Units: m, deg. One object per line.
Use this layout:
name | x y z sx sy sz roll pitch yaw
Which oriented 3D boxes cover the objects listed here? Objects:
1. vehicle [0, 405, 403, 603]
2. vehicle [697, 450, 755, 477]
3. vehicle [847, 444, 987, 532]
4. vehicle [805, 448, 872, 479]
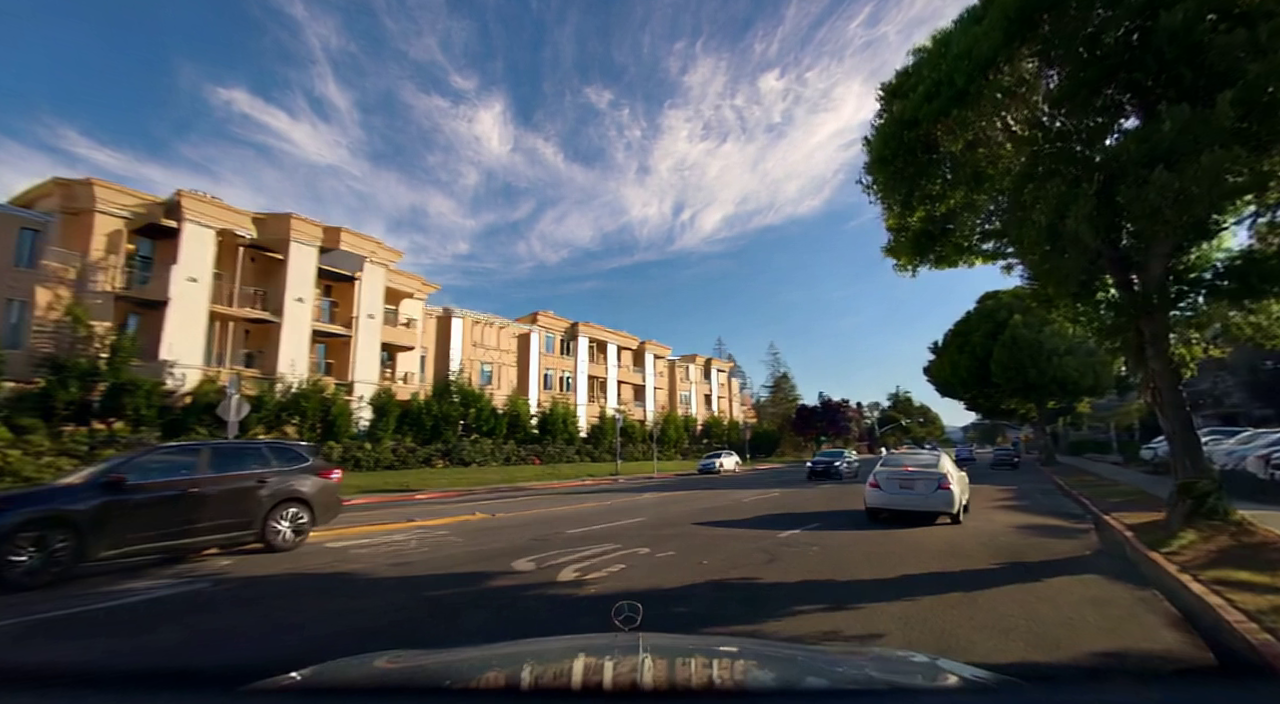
vehicle | -5.360 1.688 7.492 2.033 1.663 4.388 -8 -13 31
vehicle | 5.504 6.983 39.828 1.982 1.445 4.458 -9 -11 29
vehicle | 5.923 2.681 13.192 2.116 1.479 4.358 -5 -10 30
vehicle | 10.450 5.782 33.090 2.170 1.465 4.648 -5 -10 32
